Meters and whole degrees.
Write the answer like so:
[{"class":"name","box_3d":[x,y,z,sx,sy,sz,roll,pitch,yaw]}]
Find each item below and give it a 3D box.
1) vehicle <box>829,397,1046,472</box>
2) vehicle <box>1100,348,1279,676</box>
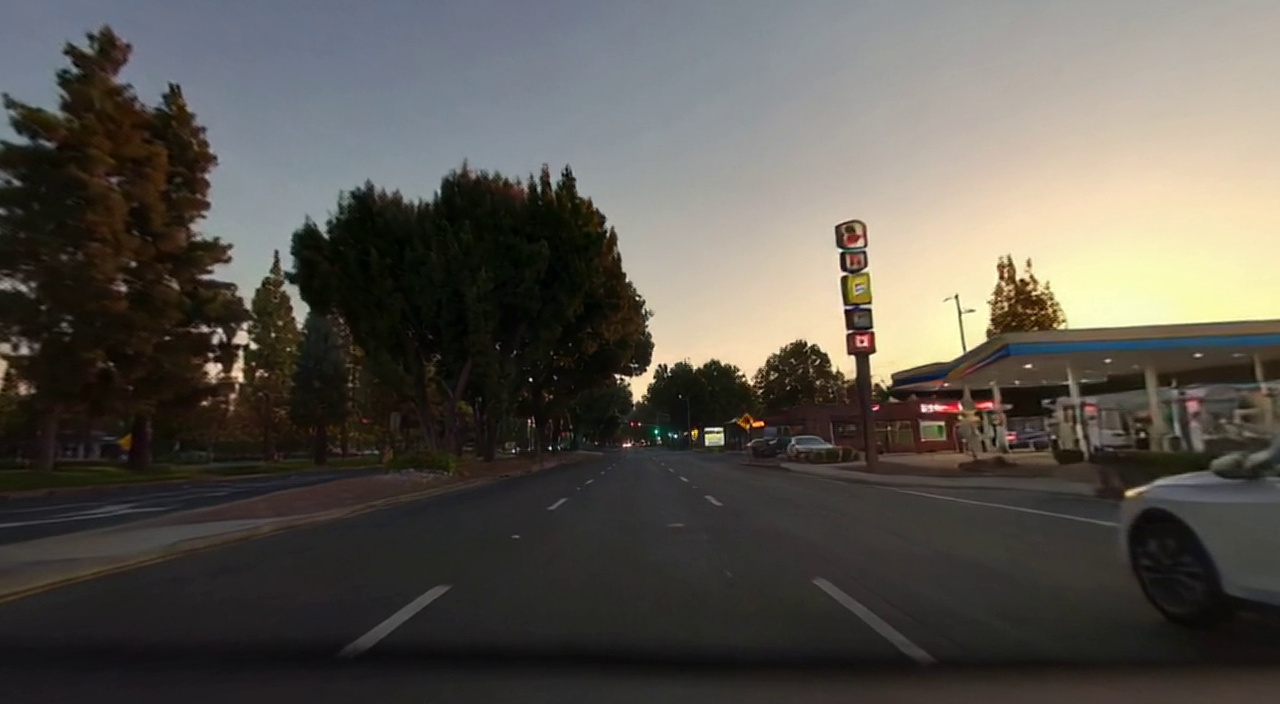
[{"class":"vehicle","box_3d":[14.346,4.049,31.044,9.127,3.409,2.992,1,-8,-2]},{"class":"vehicle","box_3d":[4.770,0.740,2.422,2.245,1.864,5.076,0,-8,2]}]
